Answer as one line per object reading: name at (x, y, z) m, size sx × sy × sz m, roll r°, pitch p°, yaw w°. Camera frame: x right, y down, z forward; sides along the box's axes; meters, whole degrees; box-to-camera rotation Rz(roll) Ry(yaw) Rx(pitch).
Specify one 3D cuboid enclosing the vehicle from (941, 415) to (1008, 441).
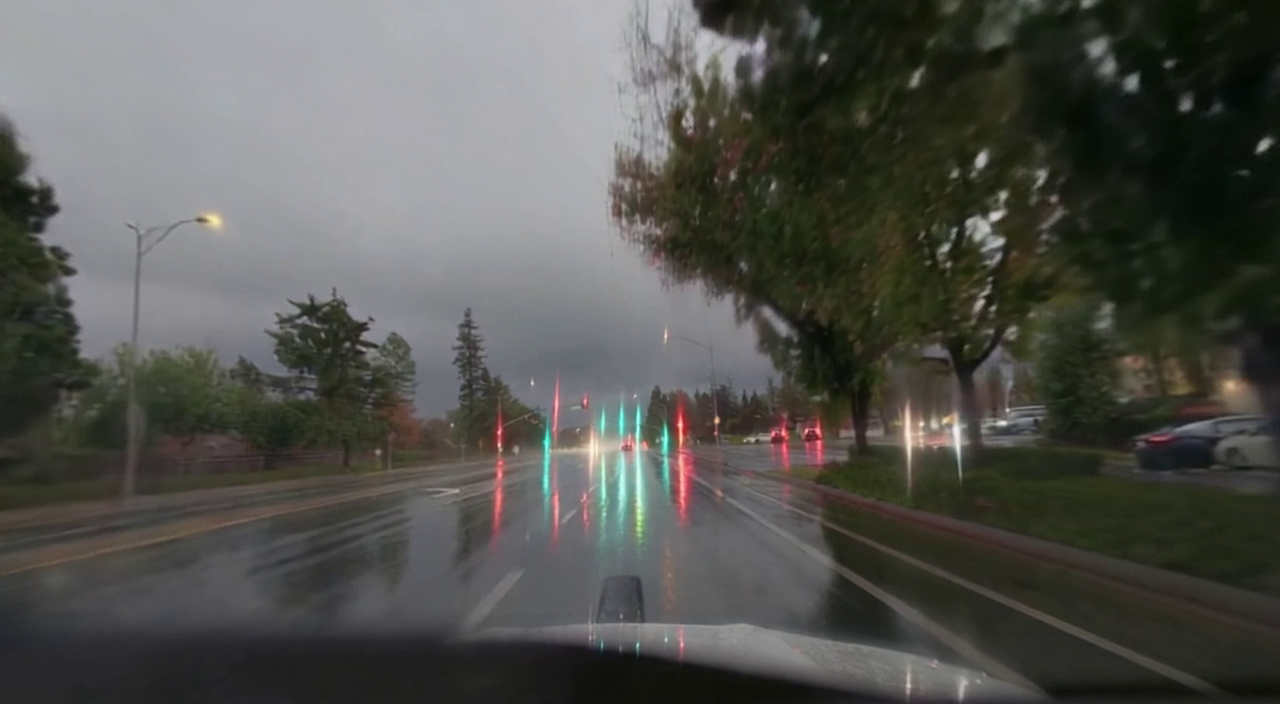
vehicle at (22.858, 5.250, 43.376) m, size 1.911 × 1.598 × 4.322 m, roll 1°, pitch -9°, yaw -6°

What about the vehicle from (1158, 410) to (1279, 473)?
vehicle at (15.564, 2.160, 15.251) m, size 1.882 × 1.446 × 4.741 m, roll 0°, pitch -8°, yaw -4°

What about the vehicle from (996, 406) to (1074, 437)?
vehicle at (26.744, 4.800, 43.024) m, size 2.081 × 1.949 × 4.635 m, roll 3°, pitch -8°, yaw -5°
